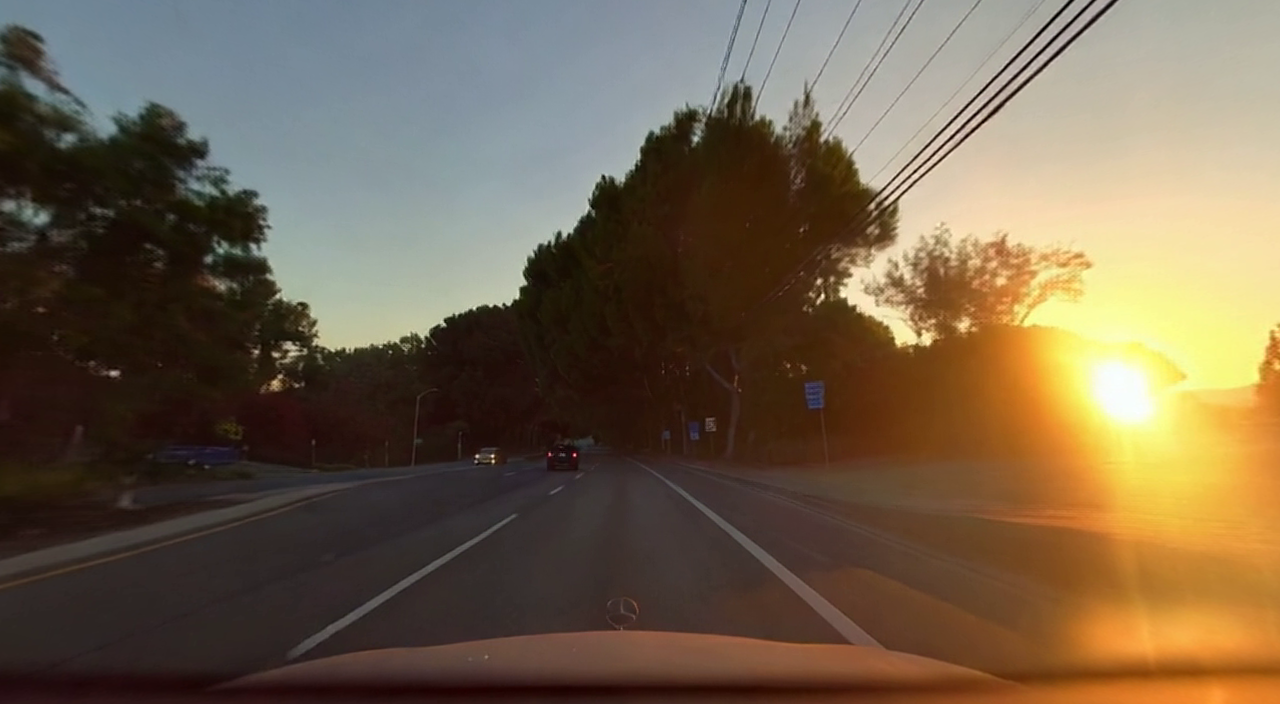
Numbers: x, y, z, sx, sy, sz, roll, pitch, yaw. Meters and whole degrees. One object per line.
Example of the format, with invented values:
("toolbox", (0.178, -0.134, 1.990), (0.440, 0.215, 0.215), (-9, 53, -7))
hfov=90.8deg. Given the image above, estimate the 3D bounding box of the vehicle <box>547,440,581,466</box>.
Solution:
("vehicle", (-5.884, 7.881, 49.380), (2.246, 1.885, 5.275), (1, -9, -3))
